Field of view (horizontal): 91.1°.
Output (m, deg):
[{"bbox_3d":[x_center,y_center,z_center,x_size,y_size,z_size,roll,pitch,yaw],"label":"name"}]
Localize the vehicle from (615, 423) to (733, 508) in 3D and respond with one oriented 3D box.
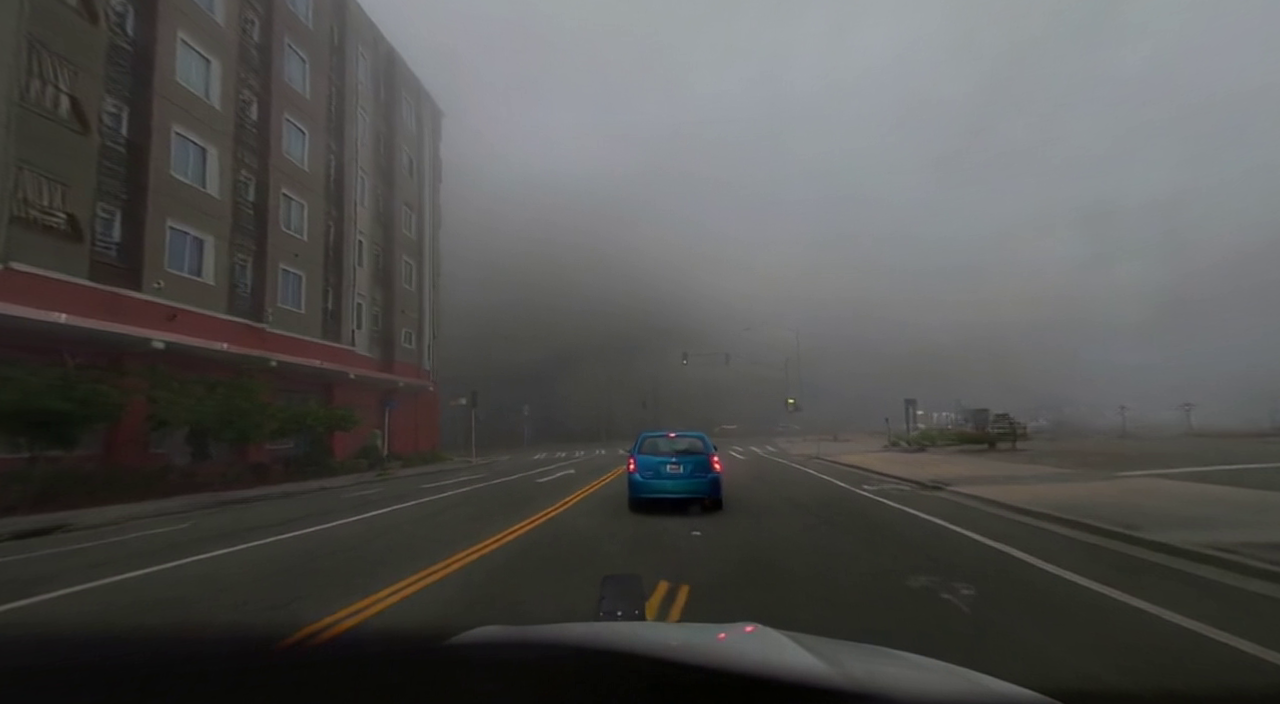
[{"bbox_3d":[0.658,2.172,12.610,1.950,1.401,4.159,0,-8,3],"label":"vehicle"}]
